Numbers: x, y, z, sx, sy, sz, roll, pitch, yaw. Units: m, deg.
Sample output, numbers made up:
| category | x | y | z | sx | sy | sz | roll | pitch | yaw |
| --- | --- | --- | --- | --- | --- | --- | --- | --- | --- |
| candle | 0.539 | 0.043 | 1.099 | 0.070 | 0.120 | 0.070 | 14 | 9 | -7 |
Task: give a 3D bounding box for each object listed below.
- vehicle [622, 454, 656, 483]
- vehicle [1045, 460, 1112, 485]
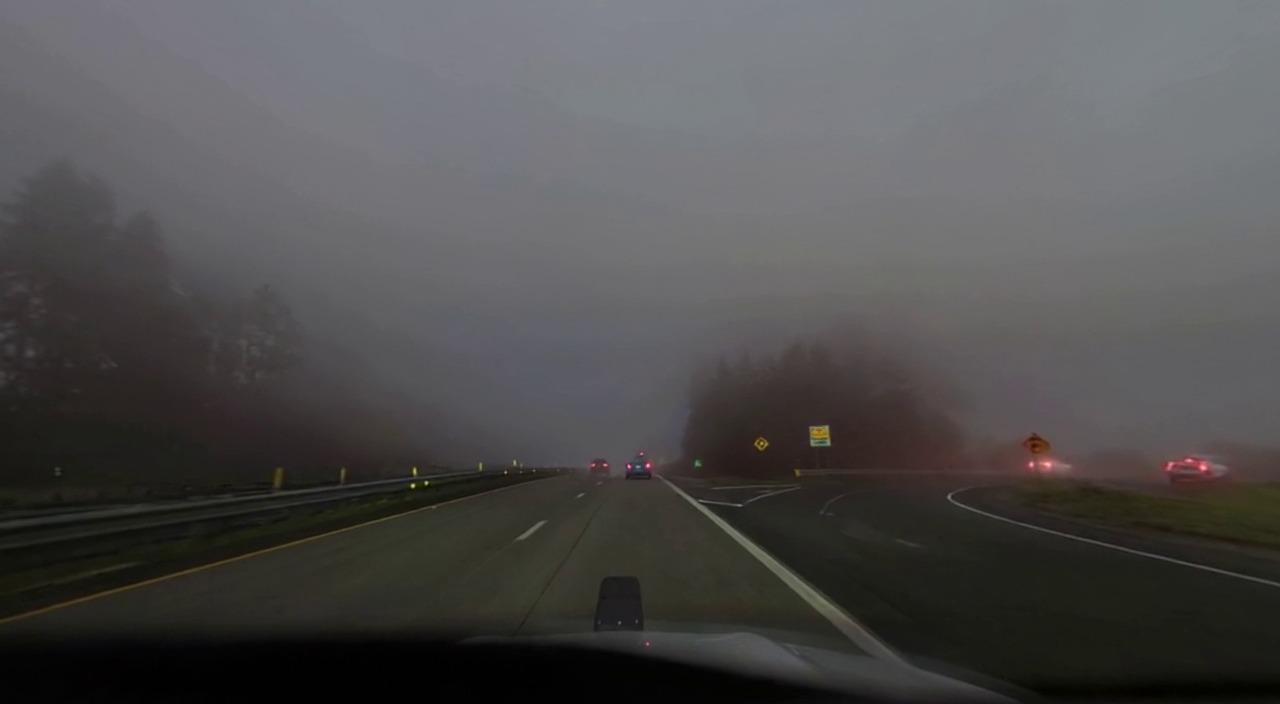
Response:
| category | x | y | z | sx | sy | sz | roll | pitch | yaw |
| --- | --- | --- | --- | --- | --- | --- | --- | --- | --- |
| vehicle | -0.085 | 7.454 | 40.374 | 2.130 | 1.684 | 3.826 | 0 | -9 | -1 |
| vehicle | 32.347 | 8.853 | 46.406 | 4.341 | 1.658 | 1.965 | 4 | -9 | -23 |
